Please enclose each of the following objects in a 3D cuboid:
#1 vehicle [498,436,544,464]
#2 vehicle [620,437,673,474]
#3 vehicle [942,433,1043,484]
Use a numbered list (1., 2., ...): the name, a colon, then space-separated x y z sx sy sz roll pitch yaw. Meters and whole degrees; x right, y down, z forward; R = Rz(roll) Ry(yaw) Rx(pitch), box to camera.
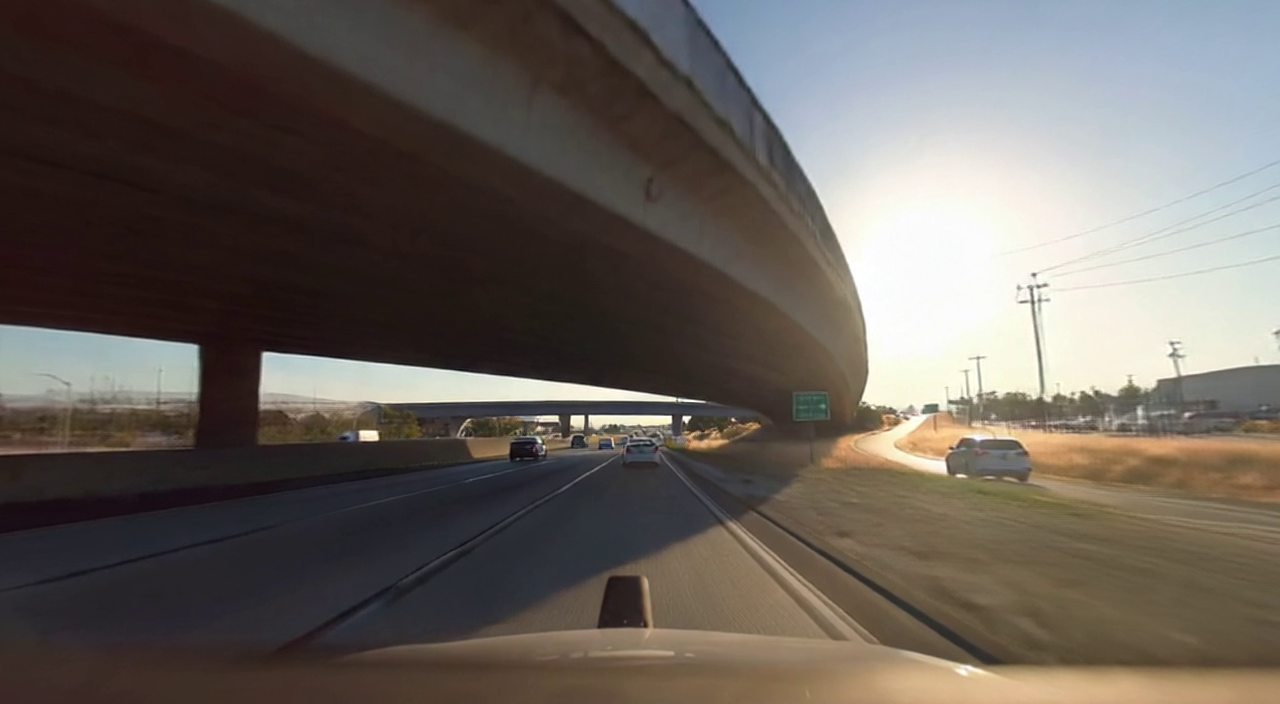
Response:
1. vehicle: -7.716 6.412 41.380 2.067 1.682 4.388 0 -8 1
2. vehicle: 0.231 4.486 27.556 2.145 1.493 4.146 1 -8 -1
3. vehicle: 13.938 4.199 25.259 2.095 1.674 4.530 3 -8 10
